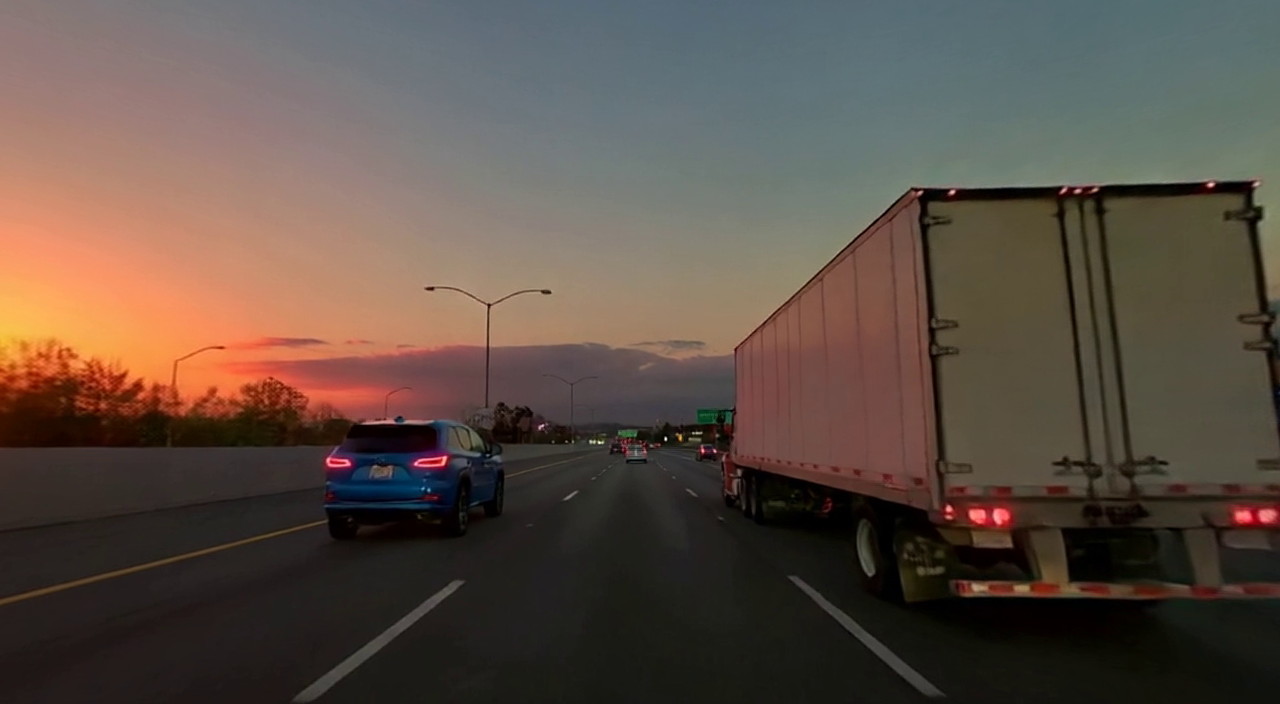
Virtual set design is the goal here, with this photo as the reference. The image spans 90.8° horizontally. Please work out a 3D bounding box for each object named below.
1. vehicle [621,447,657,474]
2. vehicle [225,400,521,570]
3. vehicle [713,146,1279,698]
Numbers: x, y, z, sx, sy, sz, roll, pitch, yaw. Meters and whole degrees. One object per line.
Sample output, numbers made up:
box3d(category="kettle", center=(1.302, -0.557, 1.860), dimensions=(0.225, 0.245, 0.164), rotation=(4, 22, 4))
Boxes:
box3d(category="vehicle", center=(-0.064, 6.004, 35.335), dimensions=(1.929, 1.395, 3.999), rotation=(0, -9, 0))
box3d(category="vehicle", center=(-3.309, 1.783, 9.192), dimensions=(2.229, 1.806, 4.698), rotation=(0, -9, 0))
box3d(category="vehicle", center=(3.289, 1.138, 9.278), dimensions=(2.934, 3.325, 10.986), rotation=(0, -9, -1))
